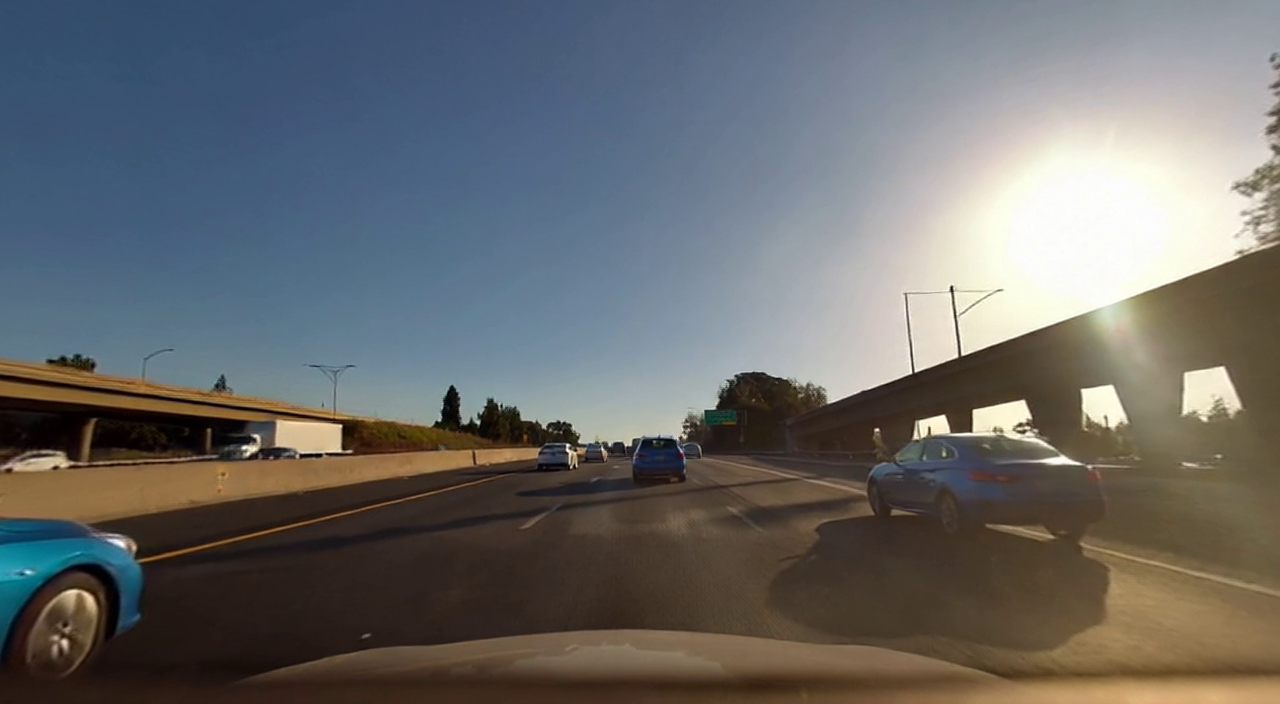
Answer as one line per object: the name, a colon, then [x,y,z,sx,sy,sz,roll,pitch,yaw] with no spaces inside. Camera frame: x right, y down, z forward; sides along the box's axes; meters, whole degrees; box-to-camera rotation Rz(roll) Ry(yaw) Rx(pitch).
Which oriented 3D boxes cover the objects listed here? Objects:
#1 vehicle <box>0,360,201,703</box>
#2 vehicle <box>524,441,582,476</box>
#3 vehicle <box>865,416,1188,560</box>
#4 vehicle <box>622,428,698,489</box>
vehicle: [-3.940,0.706,1.777,2.160,1.639,4.431,0,-9,0]
vehicle: [-3.926,4.881,29.156,2.031,1.491,4.145,0,-8,1]
vehicle: [5.299,1.910,9.571,2.055,1.656,4.370,0,-8,-1]
vehicle: [0.549,3.423,20.539,2.202,1.748,4.158,0,-8,-1]
